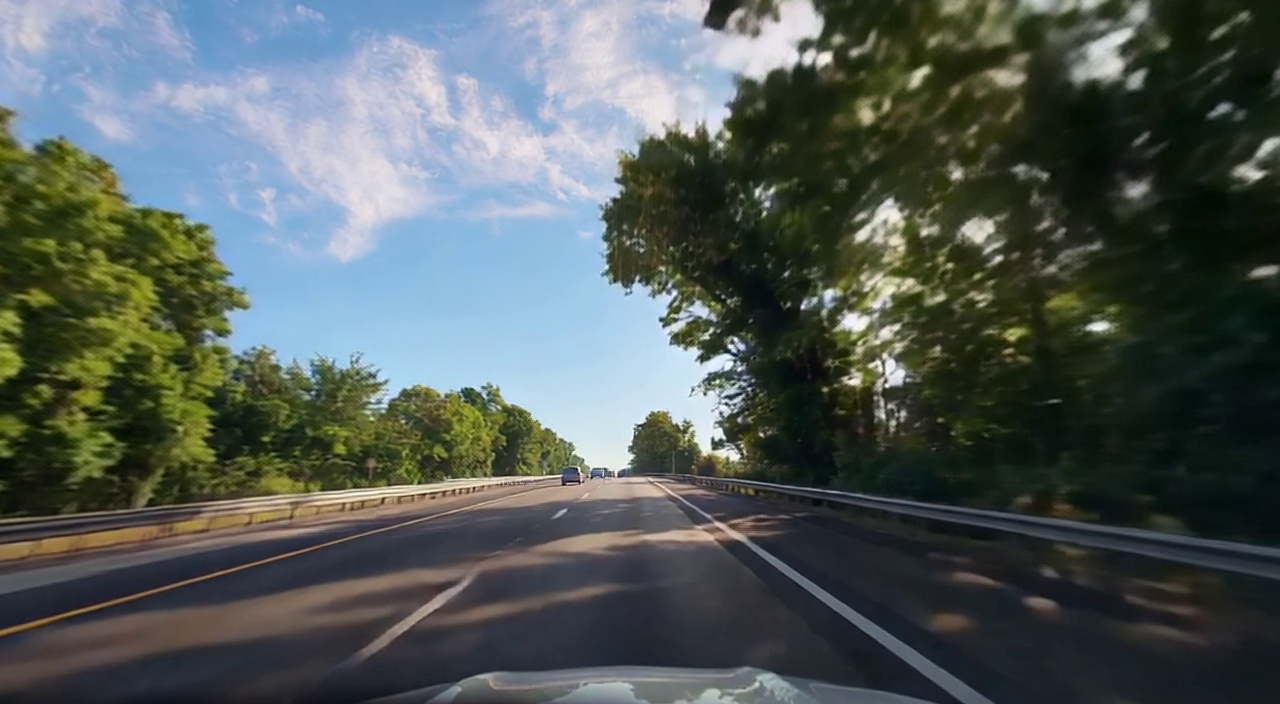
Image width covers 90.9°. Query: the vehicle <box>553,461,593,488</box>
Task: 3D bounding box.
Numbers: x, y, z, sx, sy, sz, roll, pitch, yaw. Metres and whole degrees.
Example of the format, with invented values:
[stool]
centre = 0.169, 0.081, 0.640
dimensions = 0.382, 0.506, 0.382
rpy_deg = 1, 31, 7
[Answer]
[vehicle]
centre = -4.148, 7.690, 39.687
dimensions = 2.068, 1.592, 4.479
rpy_deg = 1, -10, 0
